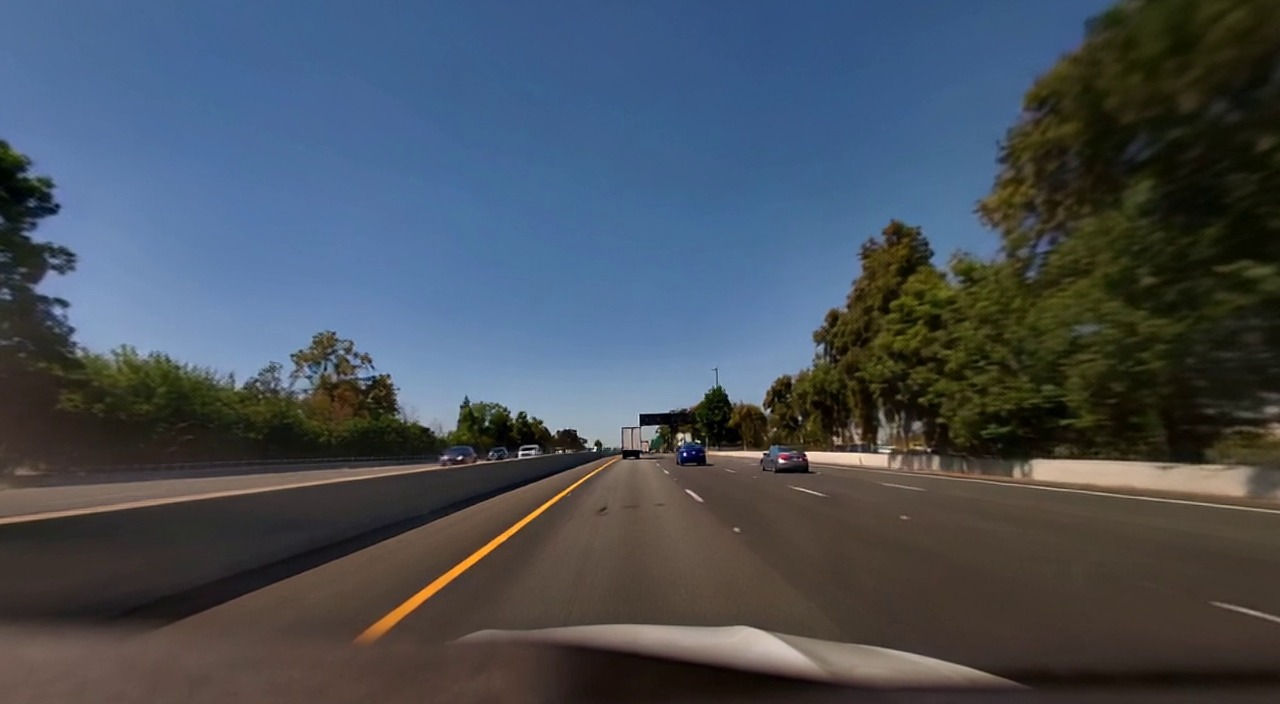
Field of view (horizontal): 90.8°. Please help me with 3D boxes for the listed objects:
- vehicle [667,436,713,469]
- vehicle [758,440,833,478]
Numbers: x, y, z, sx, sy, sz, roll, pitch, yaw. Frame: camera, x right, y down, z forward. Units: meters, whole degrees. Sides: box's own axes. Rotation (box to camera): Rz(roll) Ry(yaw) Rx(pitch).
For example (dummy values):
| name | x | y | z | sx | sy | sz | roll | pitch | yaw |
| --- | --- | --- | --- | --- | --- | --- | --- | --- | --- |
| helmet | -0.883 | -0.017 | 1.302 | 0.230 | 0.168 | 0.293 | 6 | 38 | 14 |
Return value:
| name | x | y | z | sx | sy | sz | roll | pitch | yaw |
| --- | --- | --- | --- | --- | --- | --- | --- | --- | --- |
| vehicle | 2.870 | 5.940 | 37.538 | 2.258 | 1.824 | 4.908 | 0 | -9 | -1 |
| vehicle | 6.477 | 4.502 | 26.790 | 2.009 | 1.456 | 4.097 | 0 | -9 | -1 |
